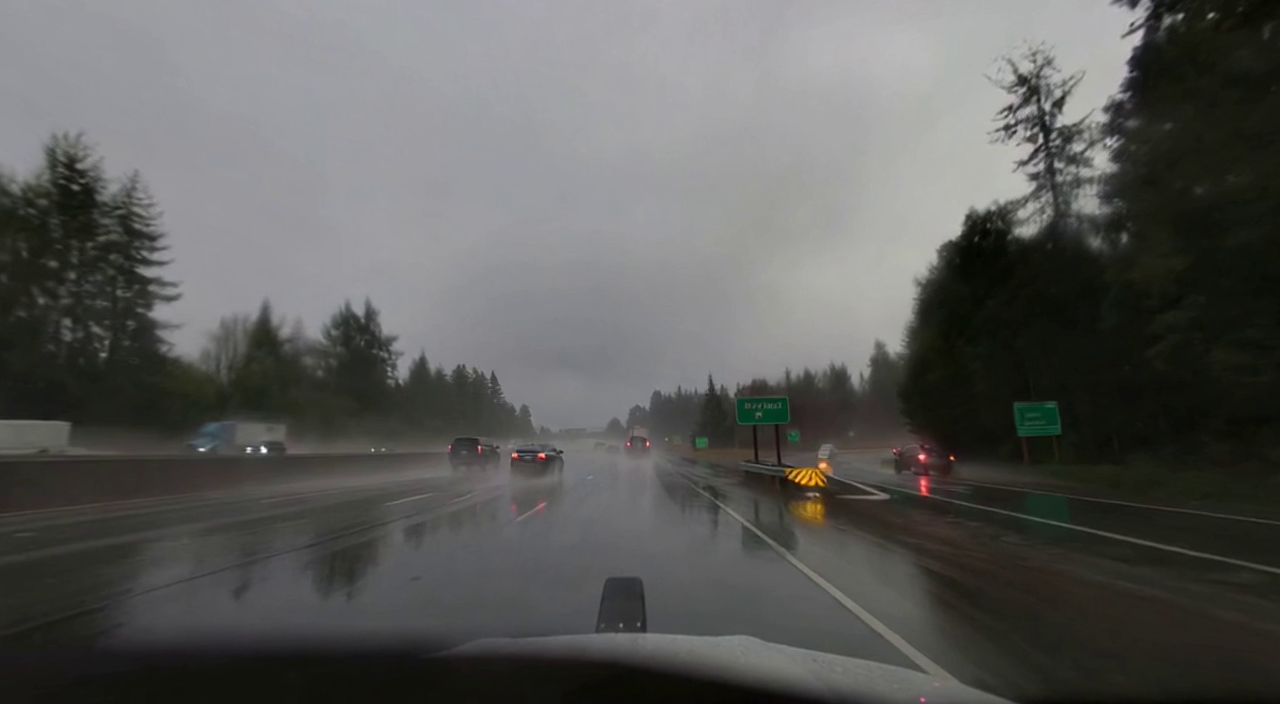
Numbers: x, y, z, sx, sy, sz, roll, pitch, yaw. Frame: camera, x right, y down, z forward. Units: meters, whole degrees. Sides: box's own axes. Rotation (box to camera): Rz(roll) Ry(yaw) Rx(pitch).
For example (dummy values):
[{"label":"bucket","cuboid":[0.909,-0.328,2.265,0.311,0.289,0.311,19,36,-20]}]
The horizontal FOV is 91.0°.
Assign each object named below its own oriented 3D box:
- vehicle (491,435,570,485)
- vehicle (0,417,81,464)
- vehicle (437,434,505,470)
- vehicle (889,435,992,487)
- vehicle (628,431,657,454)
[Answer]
[{"label":"vehicle","cuboid":[-3.929,3.973,23.429,2.094,1.695,4.260,0,-9,1]},{"label":"vehicle","cuboid":[-43.781,6.145,43.346,3.010,3.066,8.118,0,-9,0]},{"label":"vehicle","cuboid":[-10.494,6.298,39.811,2.519,2.029,6.180,0,-9,1]},{"label":"vehicle","cuboid":[11.706,4.266,24.972,2.200,1.827,4.822,-1,-9,7]},{"label":"vehicle","cuboid":[0.210,7.140,49.437,2.146,1.687,4.341,0,-9,1]}]
